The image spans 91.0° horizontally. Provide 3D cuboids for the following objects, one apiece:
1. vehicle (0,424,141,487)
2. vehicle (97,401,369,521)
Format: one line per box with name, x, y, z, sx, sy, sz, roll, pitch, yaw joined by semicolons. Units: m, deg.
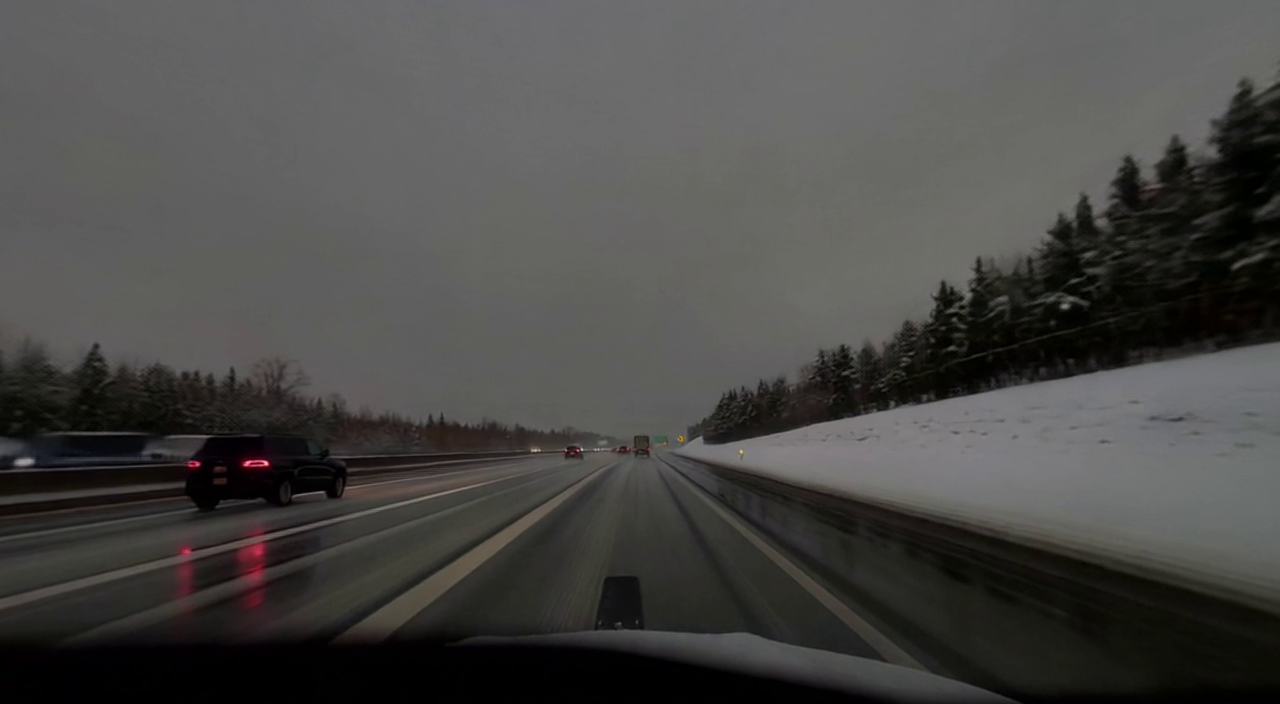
vehicle;-36.393;6.340;38.888;3.035;3.387;9.747;0;-9;0
vehicle;-7.763;2.158;12.864;2.163;1.947;4.959;0;-8;0
